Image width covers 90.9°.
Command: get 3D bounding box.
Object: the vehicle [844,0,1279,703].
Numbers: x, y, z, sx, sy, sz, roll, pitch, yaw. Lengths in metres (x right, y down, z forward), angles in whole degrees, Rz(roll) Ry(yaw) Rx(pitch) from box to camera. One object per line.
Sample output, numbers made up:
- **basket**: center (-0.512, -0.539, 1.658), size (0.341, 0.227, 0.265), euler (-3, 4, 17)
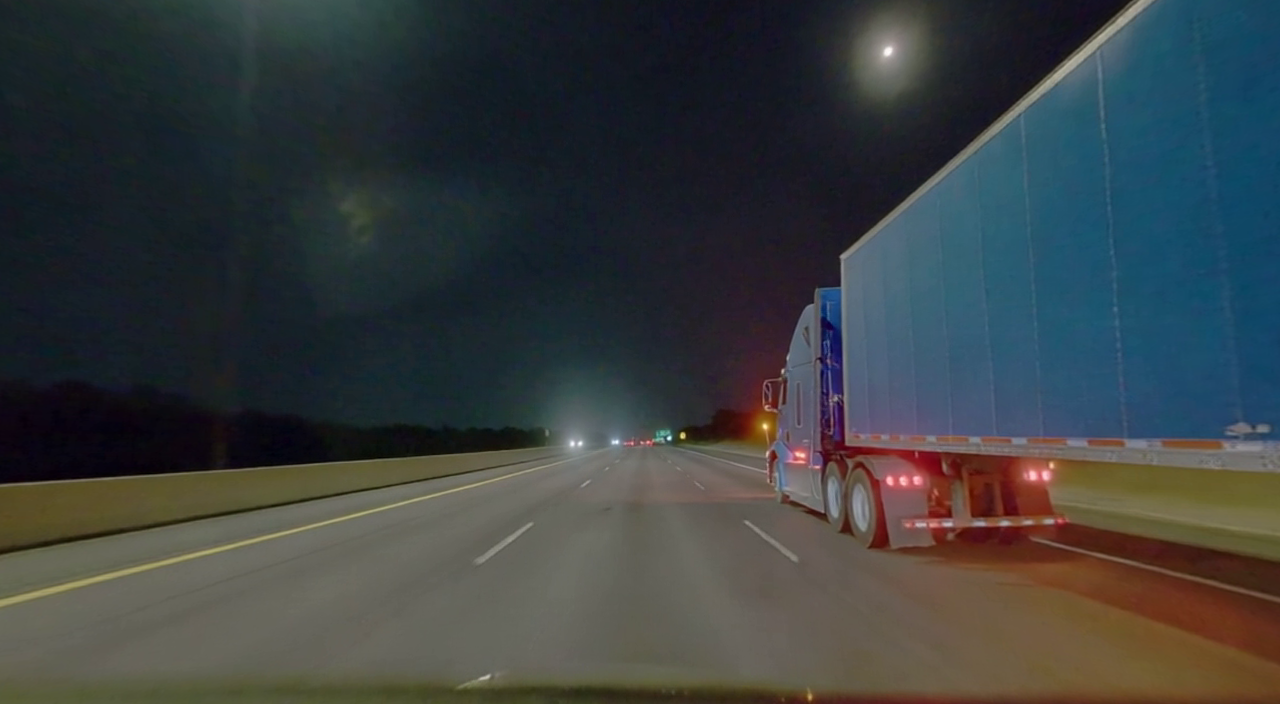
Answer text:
- **vehicle**: center (3.722, -0.256, 2.049), size (3.012, 3.768, 8.945), euler (0, -8, 0)
